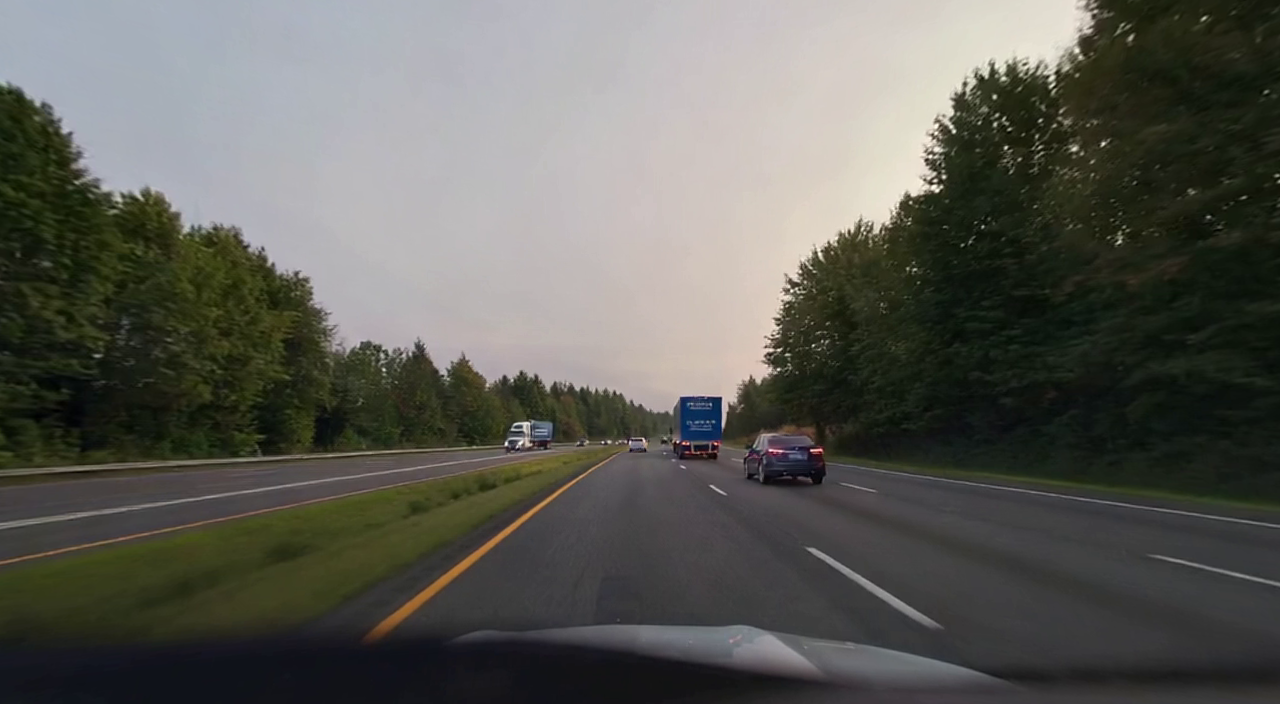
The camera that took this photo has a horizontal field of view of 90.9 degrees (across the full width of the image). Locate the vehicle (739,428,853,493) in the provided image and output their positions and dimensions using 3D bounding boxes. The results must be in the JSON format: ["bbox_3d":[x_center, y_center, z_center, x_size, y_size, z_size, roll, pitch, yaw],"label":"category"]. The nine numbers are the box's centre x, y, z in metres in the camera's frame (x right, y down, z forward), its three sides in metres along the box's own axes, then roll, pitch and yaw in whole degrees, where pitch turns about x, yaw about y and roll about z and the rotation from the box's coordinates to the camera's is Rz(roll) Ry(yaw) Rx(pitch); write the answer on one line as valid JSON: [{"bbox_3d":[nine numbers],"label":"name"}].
[{"bbox_3d":[4.218,2.980,17.794,2.028,1.573,4.207,0,-8,-2],"label":"vehicle"}]

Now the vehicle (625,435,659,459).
[{"bbox_3d":[0.148,6.393,42.610,2.209,1.499,4.144,0,-8,0],"label":"vehicle"}]

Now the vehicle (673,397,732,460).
[{"bbox_3d":[4.417,5.910,47.915,3.171,4.072,13.784,0,-8,0],"label":"vehicle"}]
